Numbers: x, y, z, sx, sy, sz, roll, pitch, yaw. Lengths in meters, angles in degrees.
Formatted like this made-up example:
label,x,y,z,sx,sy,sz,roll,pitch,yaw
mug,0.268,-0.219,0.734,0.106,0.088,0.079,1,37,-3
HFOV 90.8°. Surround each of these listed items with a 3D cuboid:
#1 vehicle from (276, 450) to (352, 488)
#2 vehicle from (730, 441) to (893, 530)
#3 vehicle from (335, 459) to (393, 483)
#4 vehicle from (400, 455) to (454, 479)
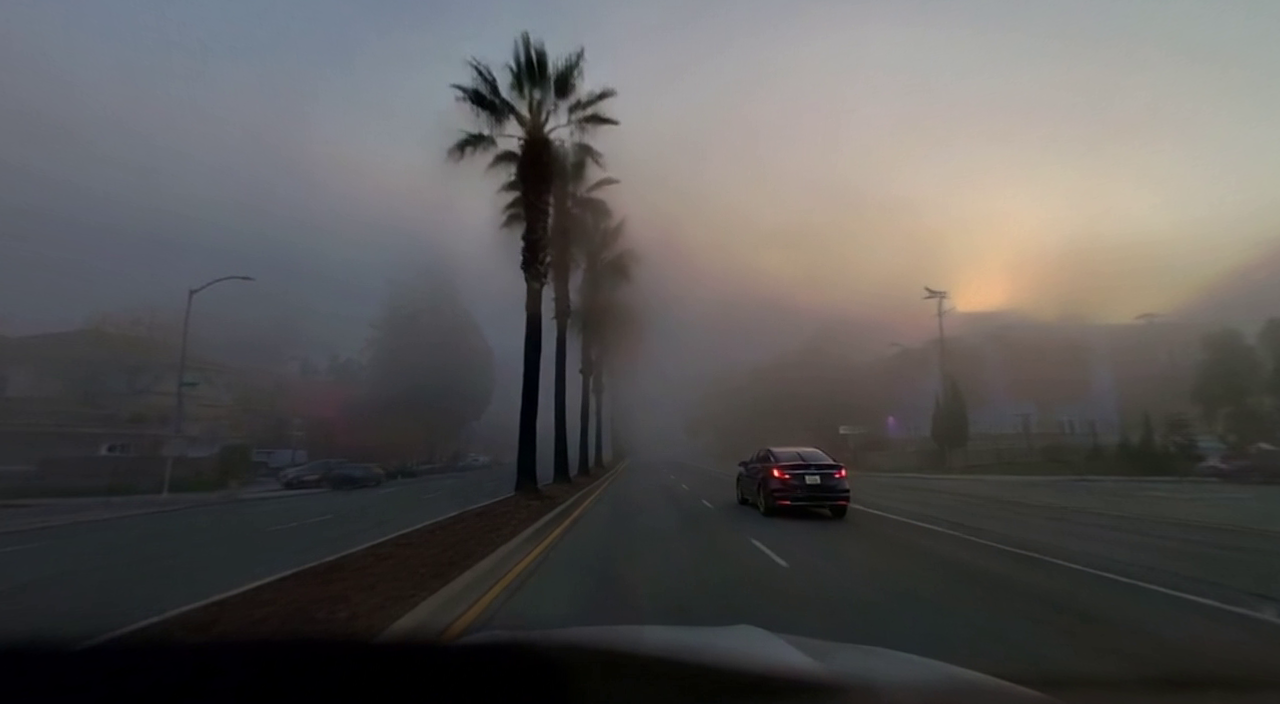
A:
label,x,y,z,sx,sy,sz,roll,pitch,yaw
vehicle,-19.044,6.867,37.191,1.987,1.998,4.642,-3,-10,1
vehicle,3.260,2.632,13.159,1.989,1.492,4.689,0,-9,-1
vehicle,-18.882,8.168,43.510,1.848,1.432,4.662,0,-9,1
vehicle,-14.672,7.972,43.893,1.990,1.488,4.724,0,-9,2
